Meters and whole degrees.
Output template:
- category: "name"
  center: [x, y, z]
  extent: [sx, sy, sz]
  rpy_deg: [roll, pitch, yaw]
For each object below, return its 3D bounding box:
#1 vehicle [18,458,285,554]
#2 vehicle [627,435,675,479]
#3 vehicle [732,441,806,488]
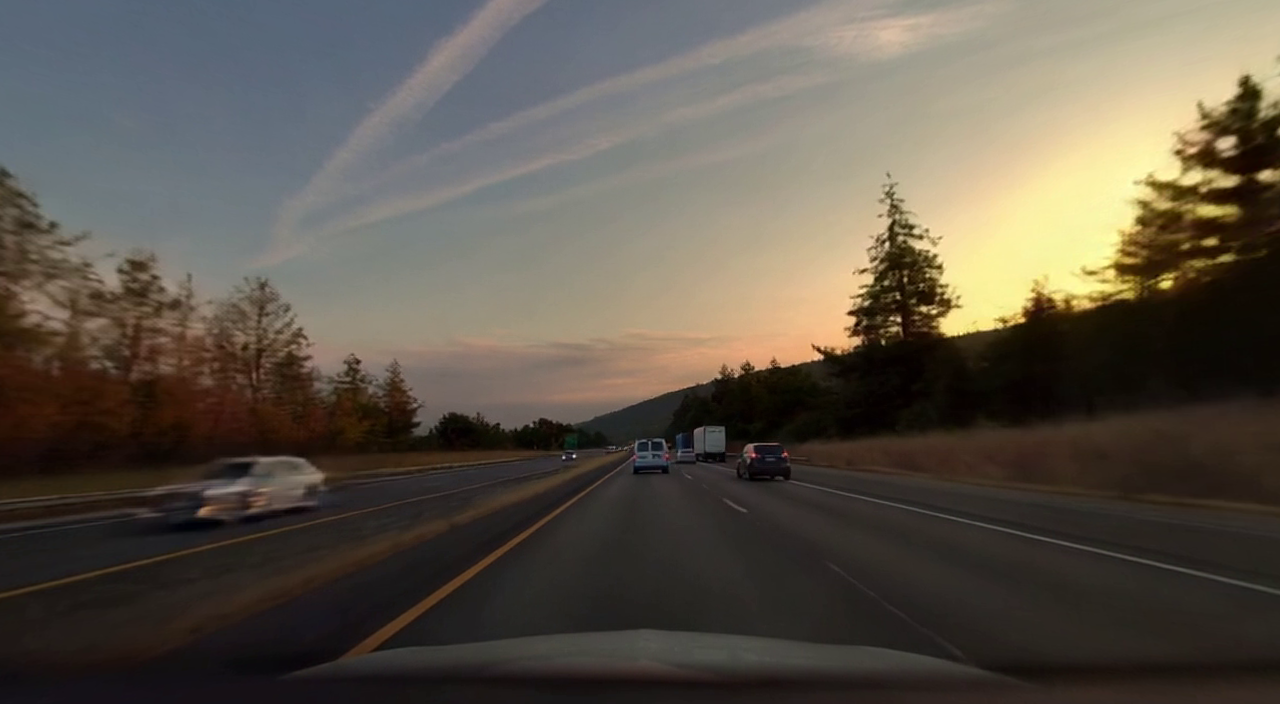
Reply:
- category: "vehicle"
  center: [-9.429, 2.950, 12.785]
  extent: [1.827, 1.488, 4.455]
  rpy_deg: [0, -9, 0]
- category: "vehicle"
  center: [0.501, 5.024, 30.285]
  extent: [2.143, 1.925, 4.101]
  rpy_deg: [0, -9, 0]
- category: "vehicle"
  center: [4.610, 4.053, 23.067]
  extent: [1.868, 1.566, 3.509]
  rpy_deg: [0, -9, -1]
